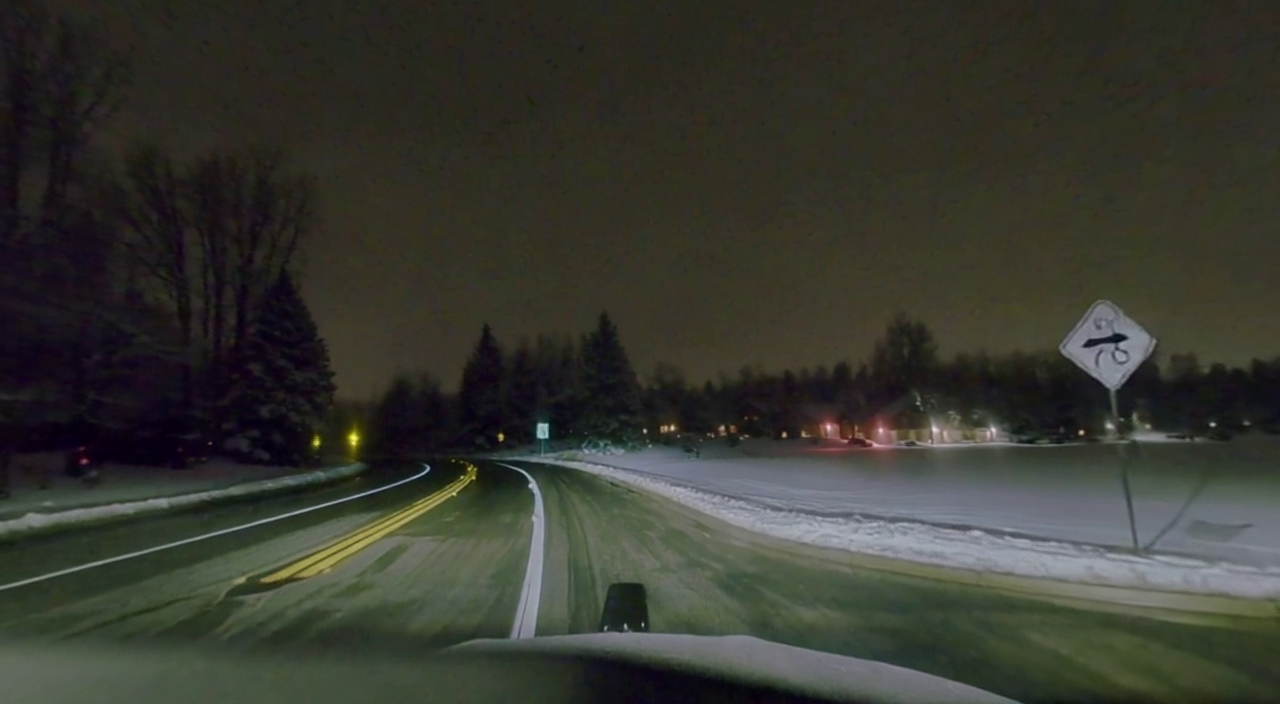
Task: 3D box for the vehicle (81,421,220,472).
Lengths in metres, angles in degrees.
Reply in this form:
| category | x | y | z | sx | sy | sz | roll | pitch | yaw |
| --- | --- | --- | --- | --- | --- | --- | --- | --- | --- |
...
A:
| category | x | y | z | sx | sy | sz | roll | pitch | yaw |
| --- | --- | --- | --- | --- | --- | --- | --- | --- | --- |
| vehicle | -20.779 | 4.009 | 26.806 | 4.699 | 1.996 | 2.116 | -2 | -9 | 15 |
